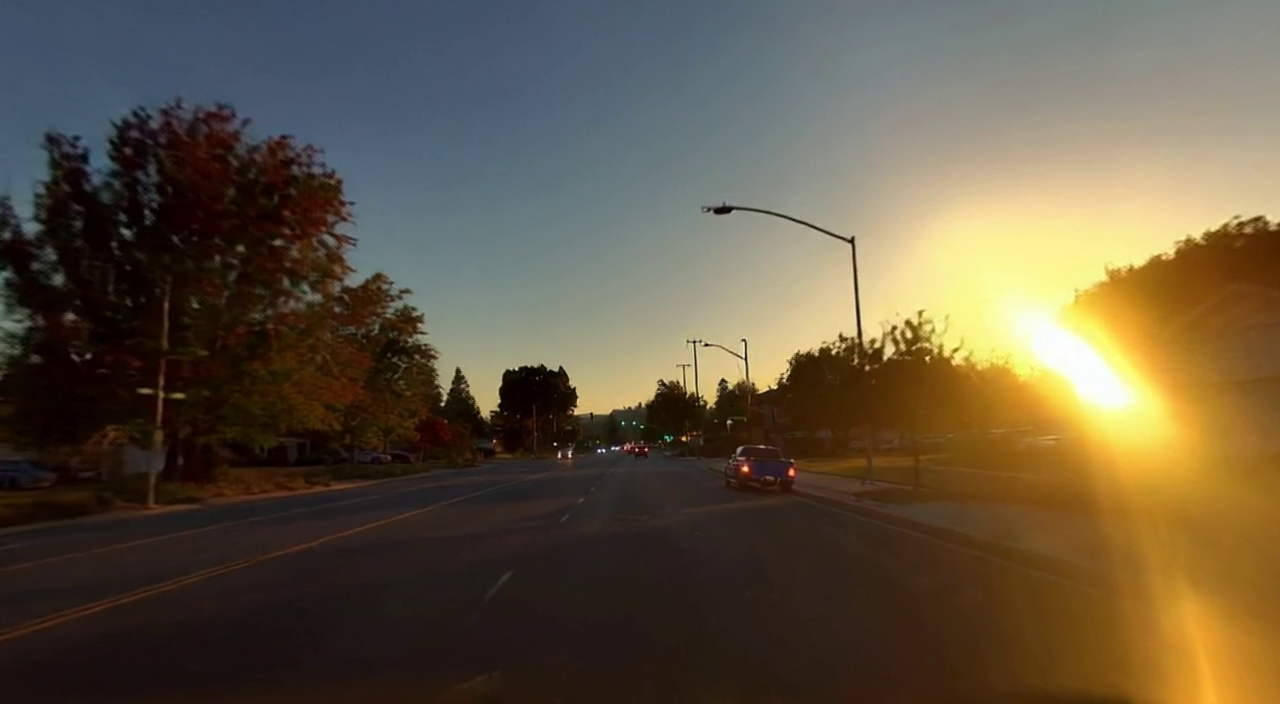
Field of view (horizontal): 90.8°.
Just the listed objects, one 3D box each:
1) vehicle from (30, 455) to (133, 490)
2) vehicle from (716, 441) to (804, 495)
[{"bbox_3d":[-27.671,5.936,31.510,1.753,1.424,4.492,-2,-8,-11],"label":"vehicle"},{"bbox_3d":[3.712,3.649,20.332,1.942,1.502,4.244,0,-8,-1],"label":"vehicle"}]
